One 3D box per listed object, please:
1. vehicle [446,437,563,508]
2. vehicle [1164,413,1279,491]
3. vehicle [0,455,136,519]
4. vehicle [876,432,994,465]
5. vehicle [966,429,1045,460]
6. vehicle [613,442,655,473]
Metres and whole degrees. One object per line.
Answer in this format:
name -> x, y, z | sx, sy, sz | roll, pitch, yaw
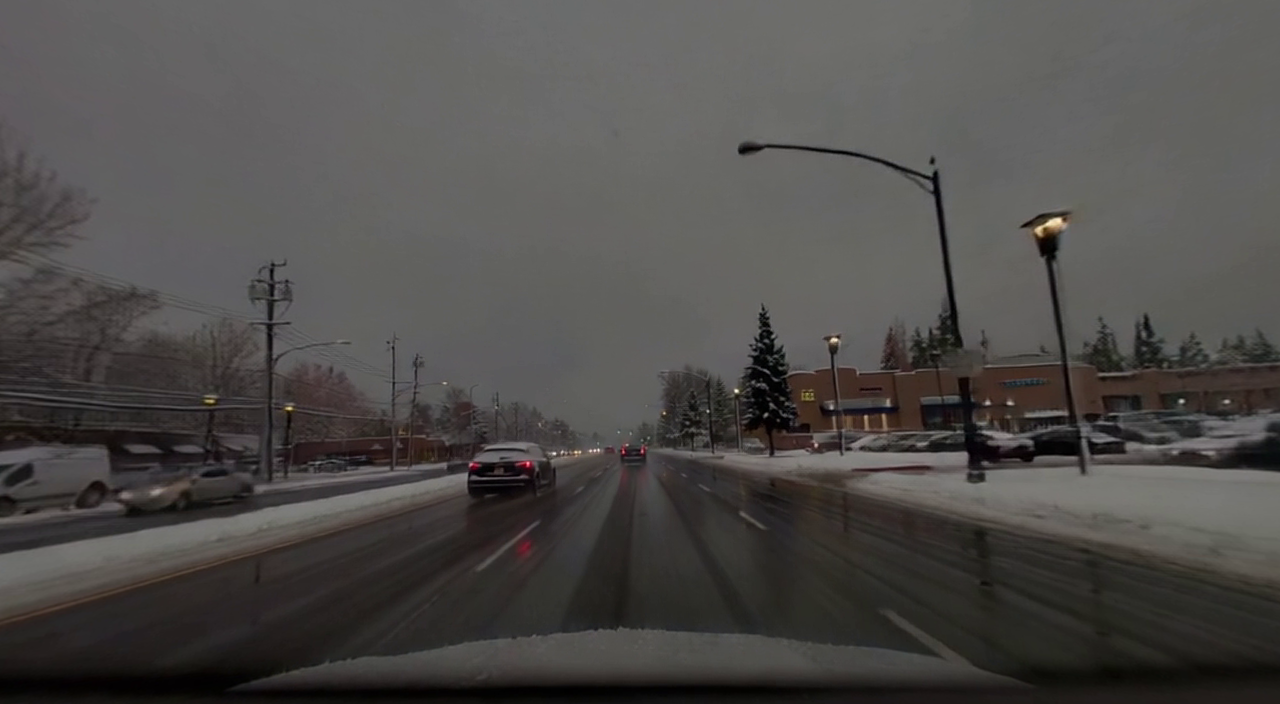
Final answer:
vehicle -> -3.178, 2.920, 15.734 | 1.939, 1.496, 4.309 | 0, -9, 0
vehicle -> 14.365, 2.128, 13.560 | 4.249, 1.527, 2.094 | 0, -9, -1
vehicle -> -23.087, 5.046, 24.202 | 2.416, 2.082, 6.190 | 0, -9, -2
vehicle -> 13.995, 4.591, 30.075 | 4.630, 1.497, 2.016 | 0, -9, 0
vehicle -> 19.185, 4.897, 33.267 | 1.813, 1.503, 3.864 | 0, -9, 0
vehicle -> -0.328, 5.385, 32.370 | 2.019, 1.459, 4.005 | 0, -9, -1
